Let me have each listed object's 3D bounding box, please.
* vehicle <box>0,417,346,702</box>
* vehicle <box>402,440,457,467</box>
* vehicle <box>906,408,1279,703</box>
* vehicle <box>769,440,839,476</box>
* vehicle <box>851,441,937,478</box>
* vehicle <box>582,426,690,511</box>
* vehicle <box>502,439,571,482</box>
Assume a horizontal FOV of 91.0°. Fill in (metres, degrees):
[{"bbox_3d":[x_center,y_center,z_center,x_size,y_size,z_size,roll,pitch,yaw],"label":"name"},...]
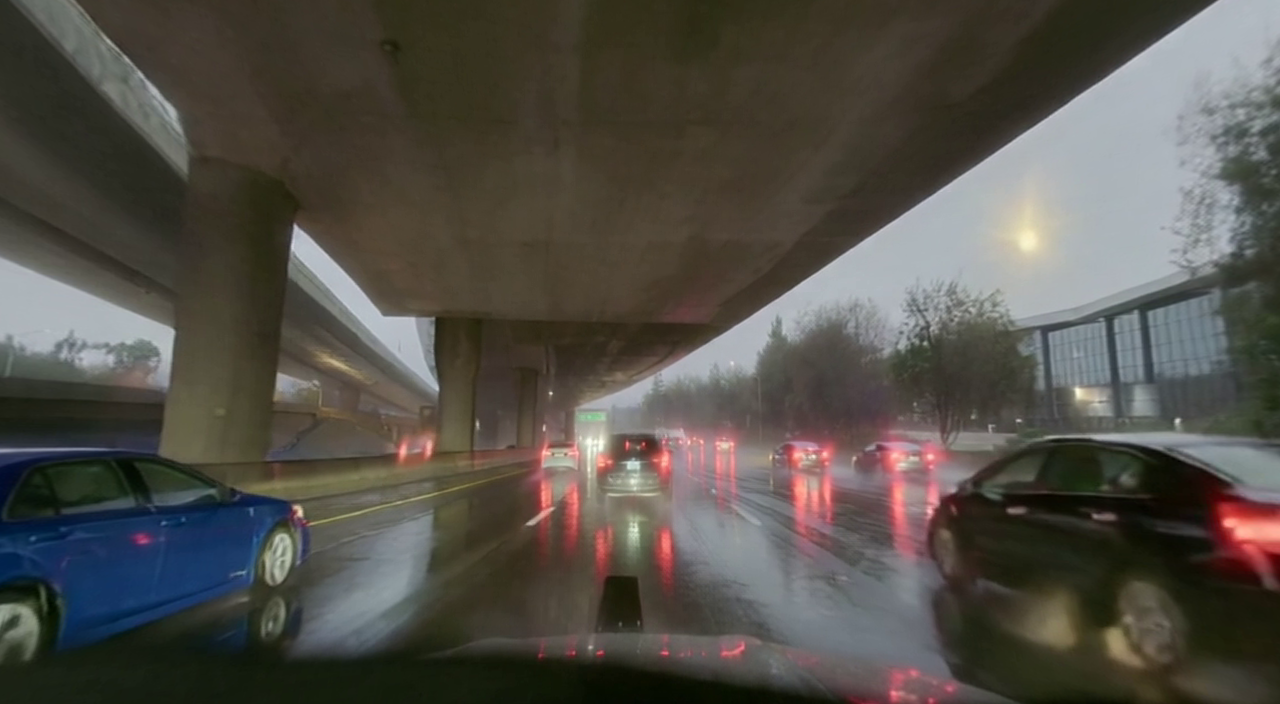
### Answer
[{"bbox_3d":[-4.324,1.310,4.808,1.974,1.478,4.412,0,-9,0],"label":"vehicle"},{"bbox_3d":[-14.413,6.991,43.366,2.102,1.715,4.669,0,-9,1],"label":"vehicle"},{"bbox_3d":[3.922,1.272,4.531,2.031,1.492,4.577,0,-9,0],"label":"vehicle"},{"bbox_3d":[7.681,5.015,29.995,2.049,1.521,4.604,0,-9,0],"label":"vehicle"},{"bbox_3d":[11.335,4.833,28.484,2.008,1.516,4.385,0,-9,0],"label":"vehicle"},{"bbox_3d":[-0.064,2.672,14.814,2.181,1.697,4.021,0,-9,1],"label":"vehicle"},{"bbox_3d":[-3.996,4.255,24.994,1.947,1.516,4.295,0,-9,1],"label":"vehicle"}]
